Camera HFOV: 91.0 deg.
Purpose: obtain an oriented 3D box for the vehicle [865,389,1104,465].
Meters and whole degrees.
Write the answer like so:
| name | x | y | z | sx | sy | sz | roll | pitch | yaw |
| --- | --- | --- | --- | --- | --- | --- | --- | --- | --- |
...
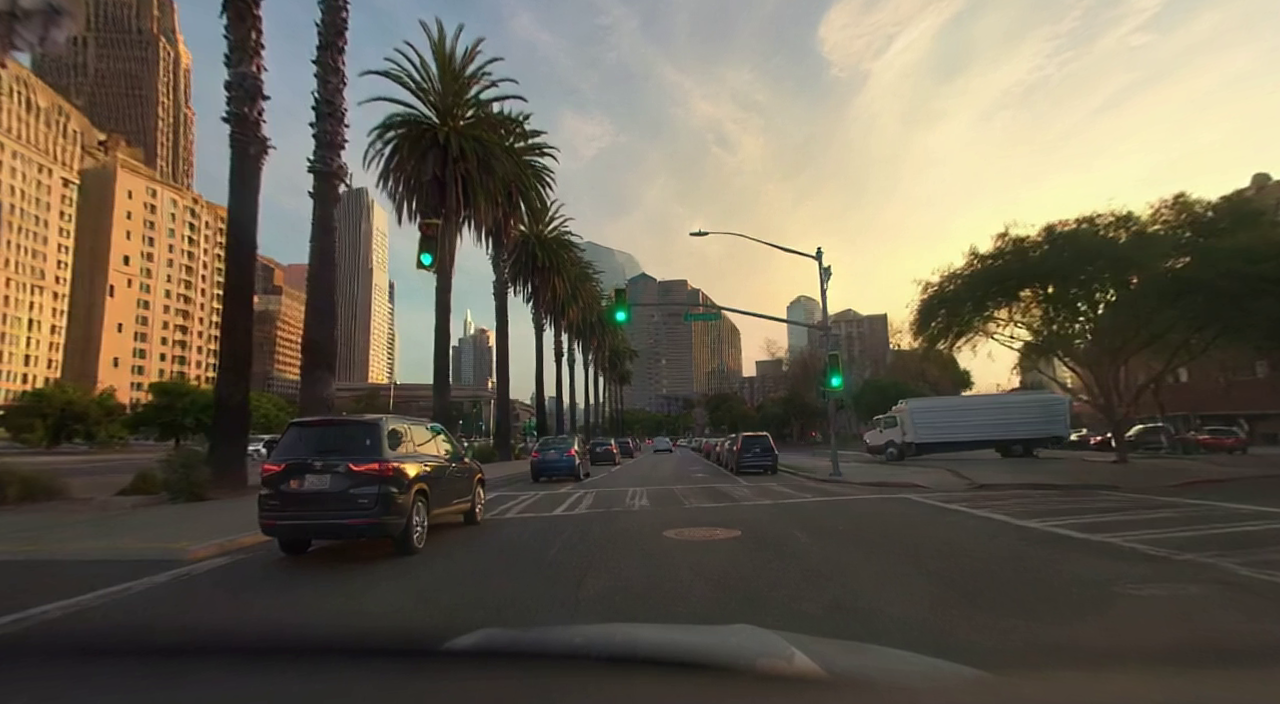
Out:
| name | x | y | z | sx | sy | sz | roll | pitch | yaw |
| --- | --- | --- | --- | --- | --- | --- | --- | --- | --- |
| vehicle | 17.674 | 4.135 | 33.149 | 10.428 | 3.452 | 2.869 | -8 | -11 | 39 |

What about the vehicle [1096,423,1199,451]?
| name | x | y | z | sx | sy | sz | roll | pitch | yaw |
| --- | --- | --- | --- | --- | --- | --- | --- | --- | --- |
| vehicle | 32.745 | 5.564 | 40.782 | 1.994 | 1.685 | 4.655 | 2 | -9 | -20 |

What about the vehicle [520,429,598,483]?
| name | x | y | z | sx | sy | sz | roll | pitch | yaw |
| --- | --- | --- | --- | --- | --- | --- | --- | --- | --- |
| vehicle | -2.783 | 3.715 | 22.738 | 2.014 | 1.740 | 4.392 | 0 | -8 | 3 |

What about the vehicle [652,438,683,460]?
| name | x | y | z | sx | sy | sz | roll | pitch | yaw |
| --- | --- | --- | --- | --- | --- | --- | --- | --- | --- |
| vehicle | 1.906 | 6.731 | 43.672 | 2.036 | 1.461 | 3.890 | 0 | -8 | 3 |

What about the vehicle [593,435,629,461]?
| name | x | y | z | sx | sy | sz | roll | pitch | yaw |
| --- | --- | --- | --- | --- | --- | --- | --- | --- | --- |
| vehicle | -1.895 | 6.485 | 42.488 | 1.955 | 1.637 | 4.243 | 0 | -8 | 3 |

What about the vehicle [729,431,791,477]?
| name | x | y | z | sx | sy | sz | roll | pitch | yaw |
| --- | --- | --- | --- | --- | --- | --- | --- | --- | --- |
| vehicle | 4.966 | 4.281 | 26.719 | 1.965 | 1.735 | 4.835 | 0 | -8 | 3 |

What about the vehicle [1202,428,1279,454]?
| name | x | y | z | sx | sy | sz | roll | pitch | yaw |
| --- | --- | --- | --- | --- | --- | --- | --- | --- | --- |
| vehicle | 35.289 | 5.045 | 35.630 | 1.754 | 1.398 | 4.750 | 4 | -9 | -25 |

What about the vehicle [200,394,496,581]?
| name | x | y | z | sx | sy | sz | roll | pitch | yaw |
| --- | --- | --- | --- | --- | --- | --- | --- | --- | --- |
| vehicle | -3.332 | 1.620 | 8.300 | 1.800 | 1.797 | 4.224 | 0 | -8 | 1 |
